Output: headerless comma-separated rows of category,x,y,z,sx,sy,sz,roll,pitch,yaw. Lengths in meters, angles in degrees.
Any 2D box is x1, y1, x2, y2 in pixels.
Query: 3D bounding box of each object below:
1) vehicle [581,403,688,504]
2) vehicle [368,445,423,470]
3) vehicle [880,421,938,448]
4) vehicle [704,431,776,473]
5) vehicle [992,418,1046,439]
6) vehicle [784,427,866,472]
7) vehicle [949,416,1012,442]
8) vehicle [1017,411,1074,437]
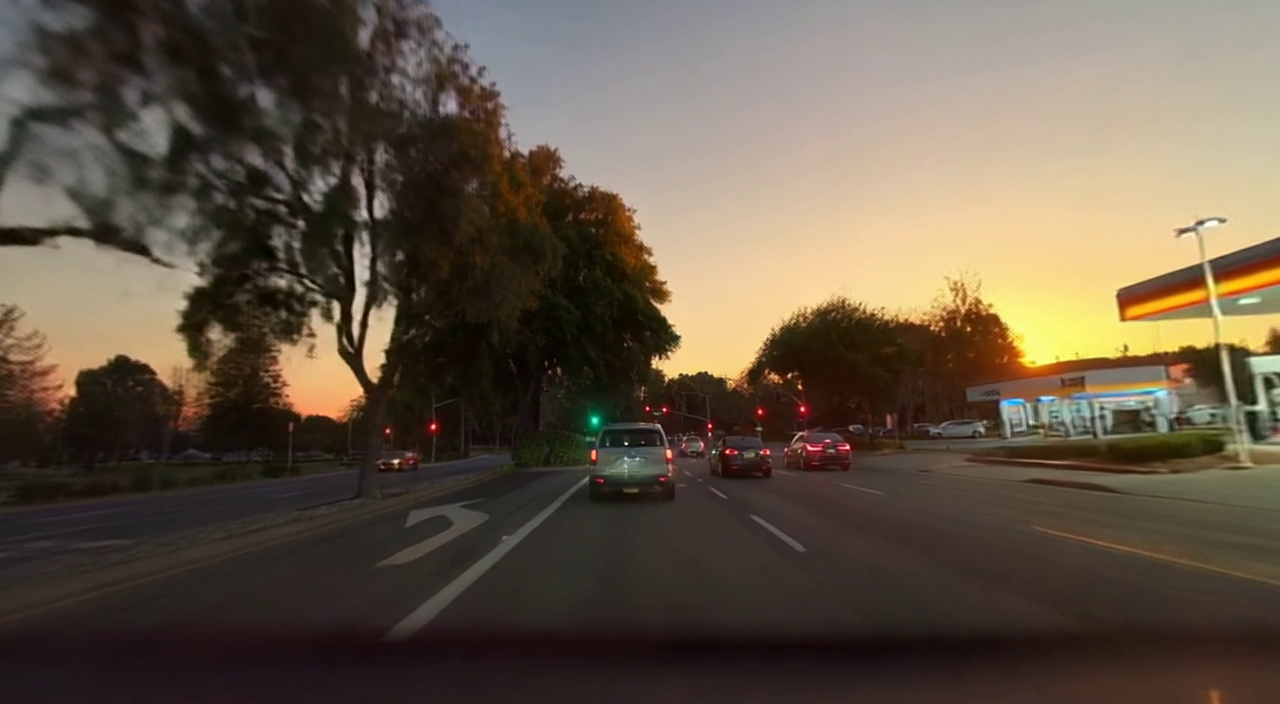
vehicle,-0.123,2.305,14.637,2.038,1.917,4.900,0,-8,0
vehicle,-16.813,7.245,43.687,1.942,1.479,4.765,-4,-8,-1
vehicle,19.949,6.128,47.064,1.929,1.763,5.190,-3,-8,0
vehicle,3.716,3.827,24.365,1.940,1.474,4.234,0,-8,-2
vehicle,27.850,5.678,46.529,1.709,1.423,3.660,0,-8,0
vehicle,6.991,3.731,24.318,1.793,1.585,4.130,0,-8,-2
vehicle,25.379,5.828,47.226,2.107,1.806,4.410,0,-8,-2
vehicle,30.627,5.497,47.856,1.769,1.782,4.068,0,-9,3
